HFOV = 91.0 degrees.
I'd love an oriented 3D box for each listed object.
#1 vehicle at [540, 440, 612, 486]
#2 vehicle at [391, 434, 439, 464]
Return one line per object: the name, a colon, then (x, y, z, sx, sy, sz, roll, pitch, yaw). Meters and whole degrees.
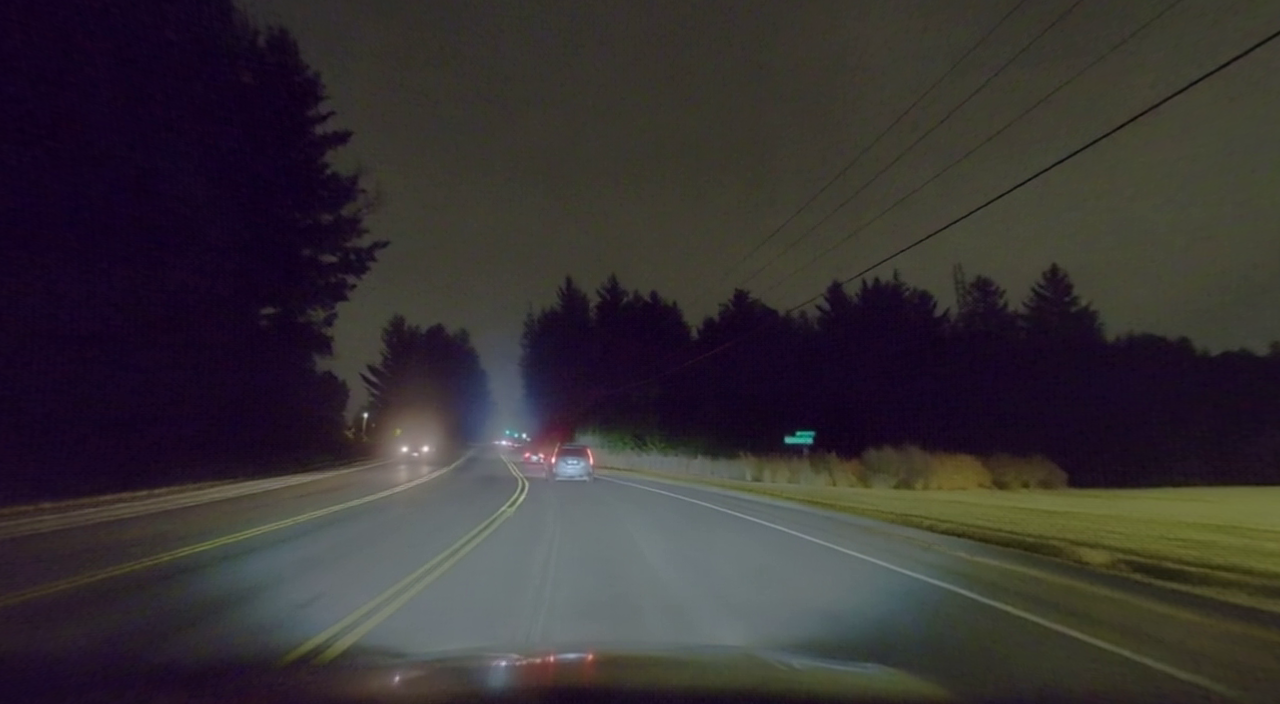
vehicle: (-2.439, 4.014, 23.165, 2.296, 1.510, 4.068, 2, -9, -10)
vehicle: (-12.607, 5.456, 35.489, 1.894, 1.621, 3.900, 1, -9, -10)
